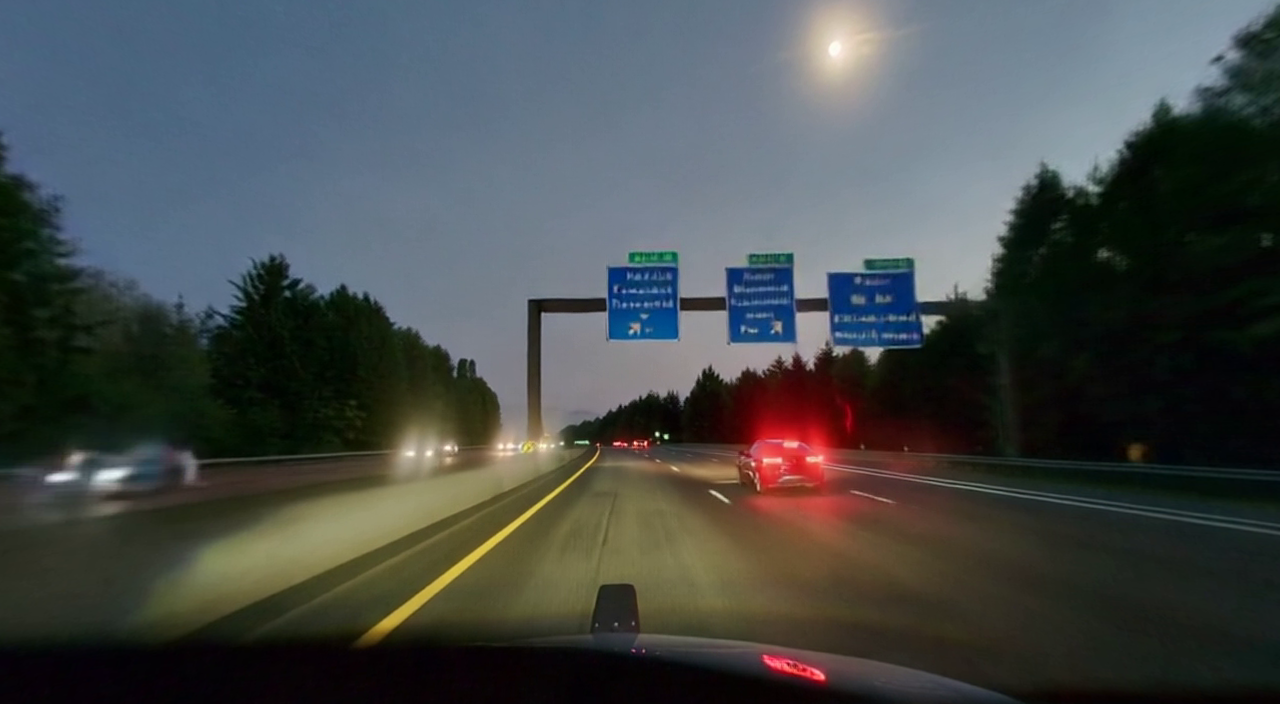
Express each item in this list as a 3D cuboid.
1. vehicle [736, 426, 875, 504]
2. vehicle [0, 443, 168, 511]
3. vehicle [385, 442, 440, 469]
[{"bbox_3d":[3.639,2.550,14.744,1.958,1.526,4.227,0,-8,-2],"label":"vehicle"},{"bbox_3d":[-16.607,3.554,18.549,1.893,1.670,4.671,0,-8,-2],"label":"vehicle"},{"bbox_3d":[-14.101,6.421,39.301,1.922,1.530,4.422,0,-8,-2],"label":"vehicle"}]
